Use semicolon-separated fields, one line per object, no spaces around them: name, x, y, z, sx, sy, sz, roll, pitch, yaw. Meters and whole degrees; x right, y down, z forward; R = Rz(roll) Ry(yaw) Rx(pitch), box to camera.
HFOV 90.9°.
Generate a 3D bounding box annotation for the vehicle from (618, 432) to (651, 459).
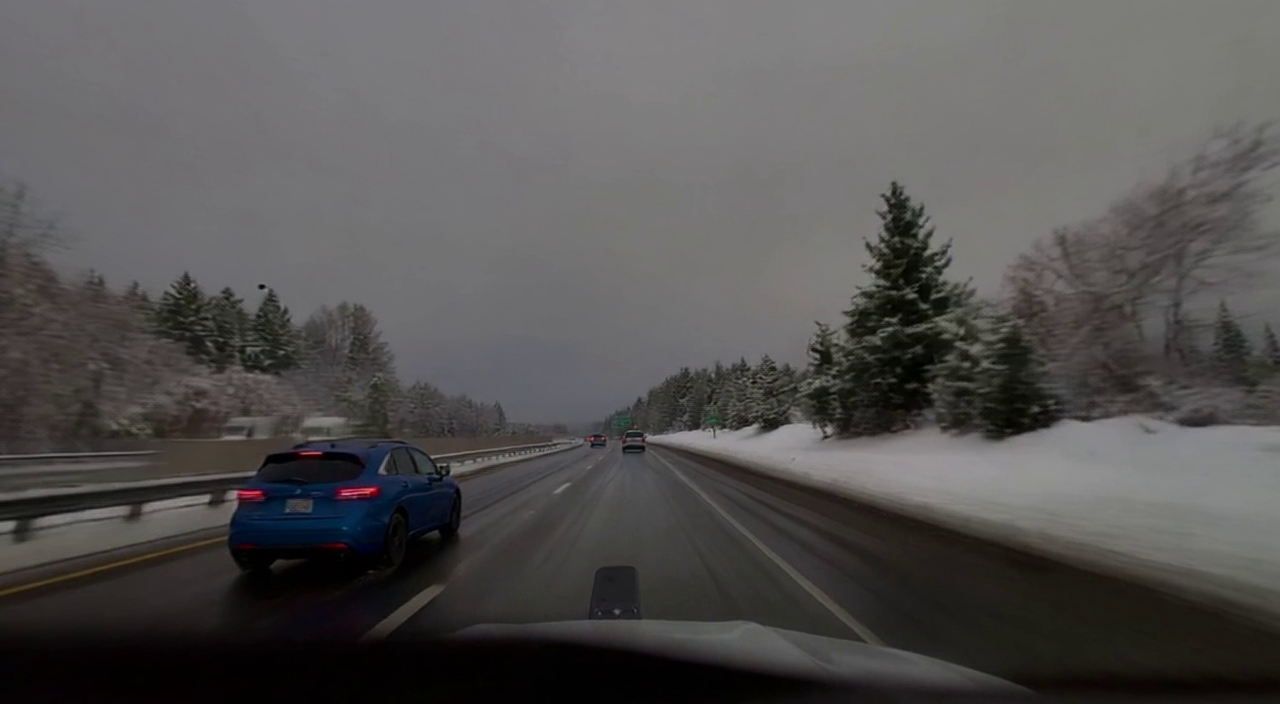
vehicle;-0.398;6.047;40.853;2.041;1.618;3.898;0;-8;-1
